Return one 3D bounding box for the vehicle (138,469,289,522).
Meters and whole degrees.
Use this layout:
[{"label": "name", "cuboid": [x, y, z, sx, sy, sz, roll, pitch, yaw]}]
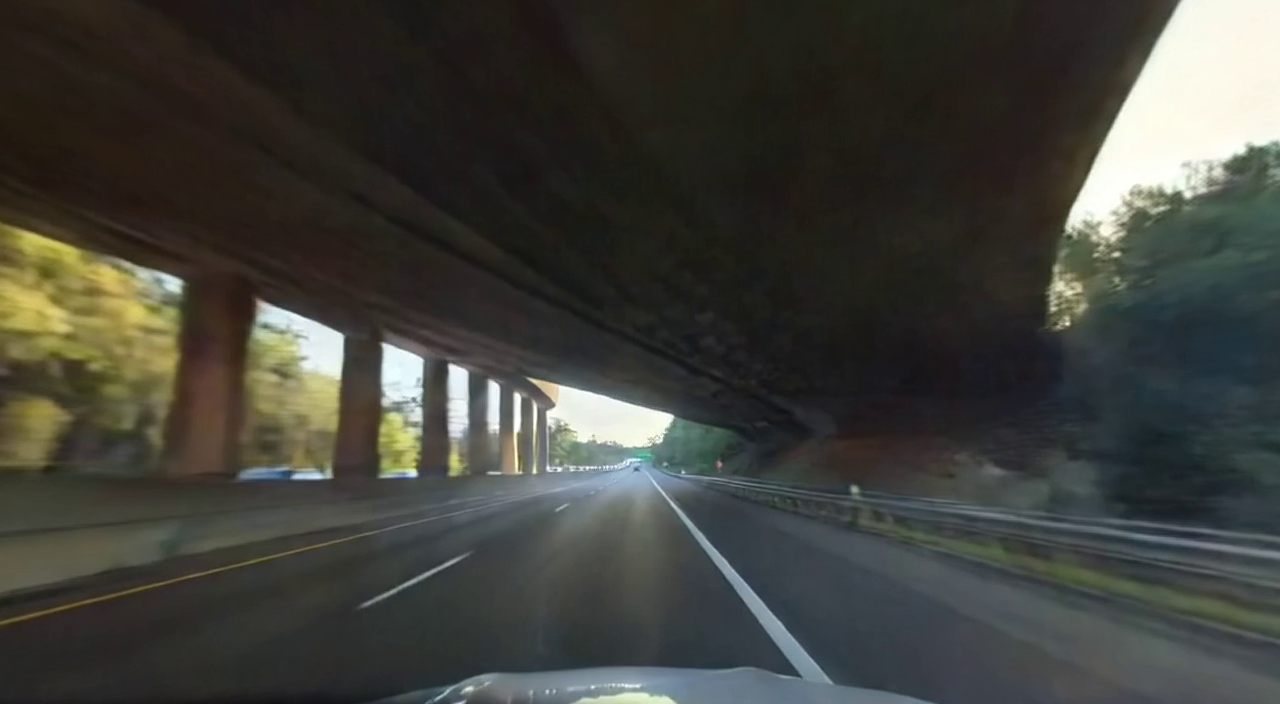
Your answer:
[{"label": "vehicle", "cuboid": [-12.835, 4.313, 19.300, 1.941, 1.429, 3.701, 1, -10, 1]}]
